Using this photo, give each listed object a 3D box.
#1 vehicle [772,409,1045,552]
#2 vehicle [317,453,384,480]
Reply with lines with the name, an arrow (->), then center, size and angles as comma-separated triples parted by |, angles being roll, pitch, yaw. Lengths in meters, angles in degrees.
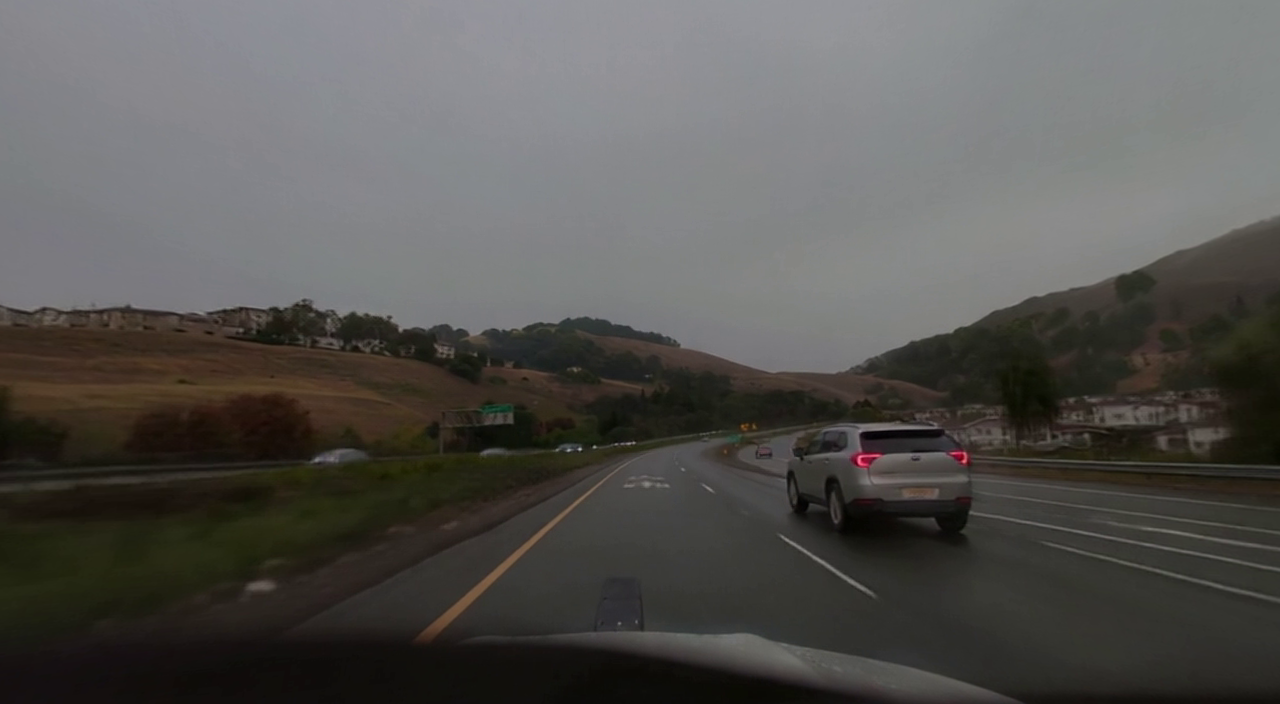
vehicle -> 3.857, 1.950, 10.238 | 2.318, 1.766, 4.587 | 0, -9, -1
vehicle -> -17.552, 6.934, 38.414 | 1.874, 1.479, 4.503 | -1, -9, 1
